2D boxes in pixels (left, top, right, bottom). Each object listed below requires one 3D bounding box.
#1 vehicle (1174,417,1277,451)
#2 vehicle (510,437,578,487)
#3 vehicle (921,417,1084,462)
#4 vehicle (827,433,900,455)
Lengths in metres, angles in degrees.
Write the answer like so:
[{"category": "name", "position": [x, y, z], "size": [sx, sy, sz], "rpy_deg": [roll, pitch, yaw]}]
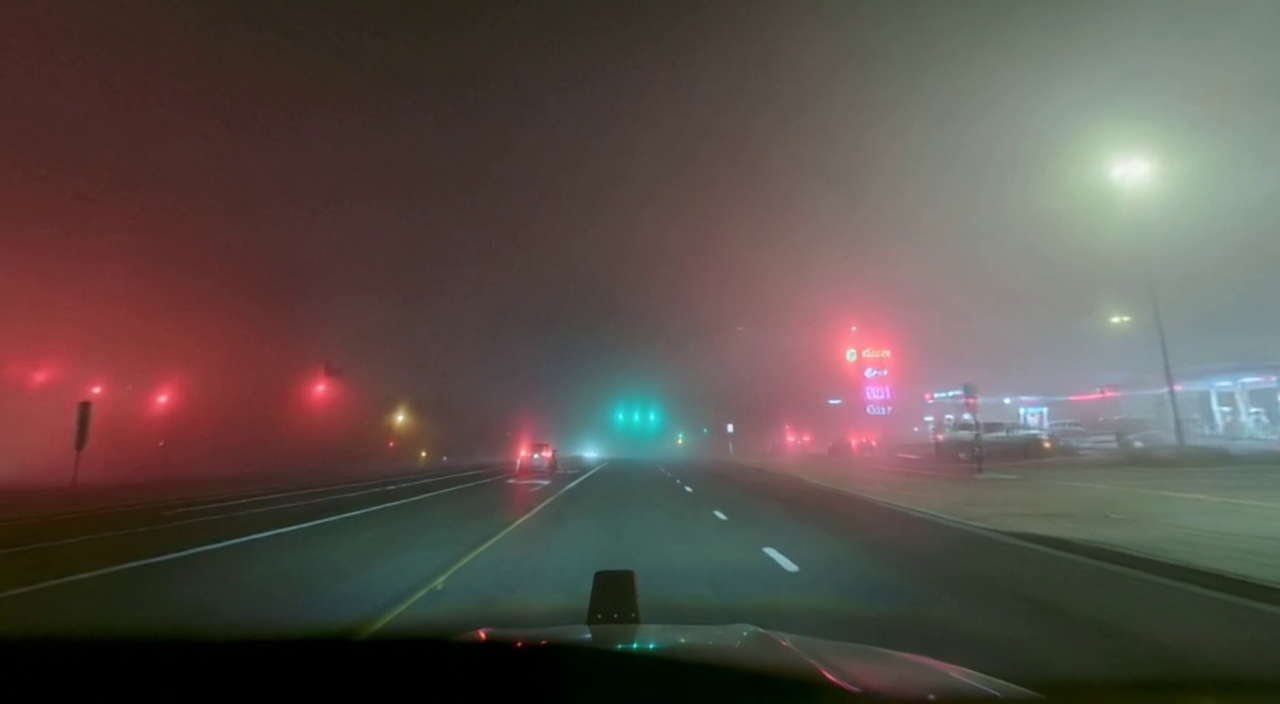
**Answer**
[{"category": "vehicle", "position": [45.375, 6.334, 49.175], "size": [5.435, 2.441, 2.037], "rpy_deg": [-3, -10, 31]}, {"category": "vehicle", "position": [-3.287, 3.760, 21.933], "size": [2.073, 1.525, 4.809], "rpy_deg": [1, -8, -8]}, {"category": "vehicle", "position": [14.372, 3.504, 25.294], "size": [5.317, 1.700, 1.901], "rpy_deg": [0, -8, -1]}, {"category": "vehicle", "position": [16.192, 6.689, 45.845], "size": [4.549, 1.492, 1.981], "rpy_deg": [0, -8, 3]}]
